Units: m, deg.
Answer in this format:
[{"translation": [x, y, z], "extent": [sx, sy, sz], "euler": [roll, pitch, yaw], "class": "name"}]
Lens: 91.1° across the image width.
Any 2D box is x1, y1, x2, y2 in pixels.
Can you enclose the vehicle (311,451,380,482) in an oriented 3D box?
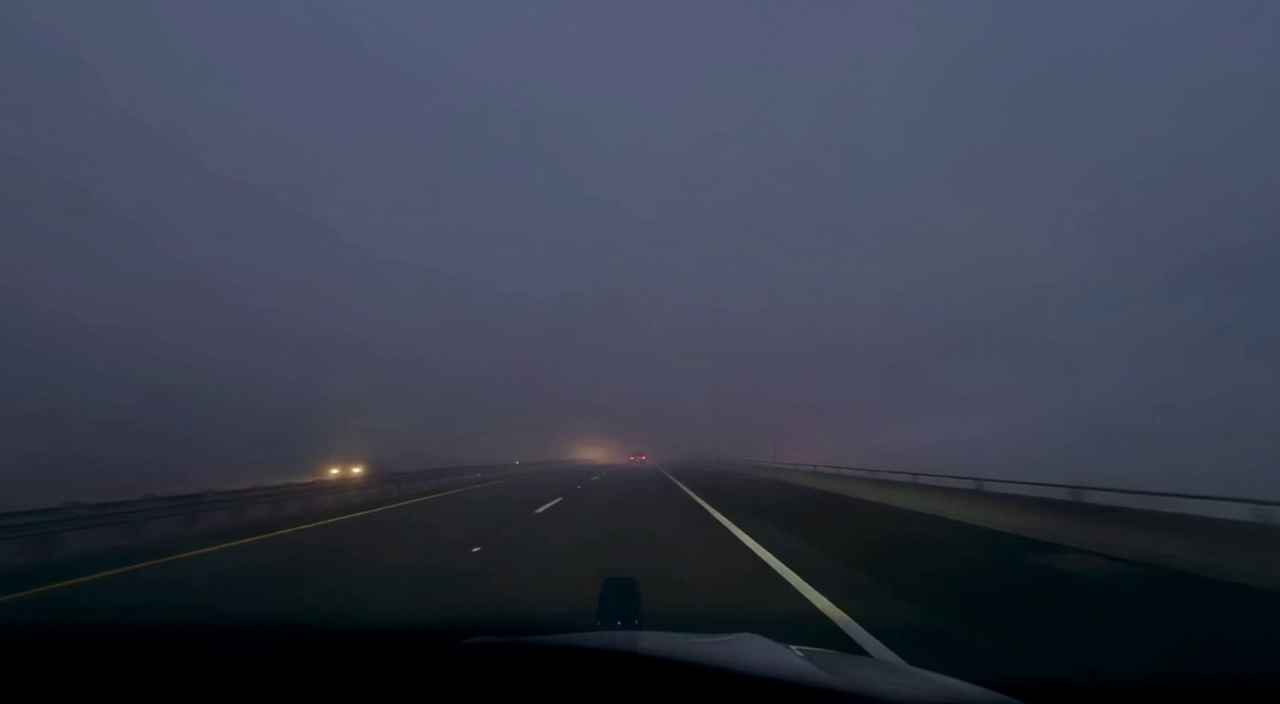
[{"translation": [-17.739, 6.902, 38.118], "extent": [1.954, 1.698, 4.409], "euler": [-1, -9, 1], "class": "vehicle"}]
